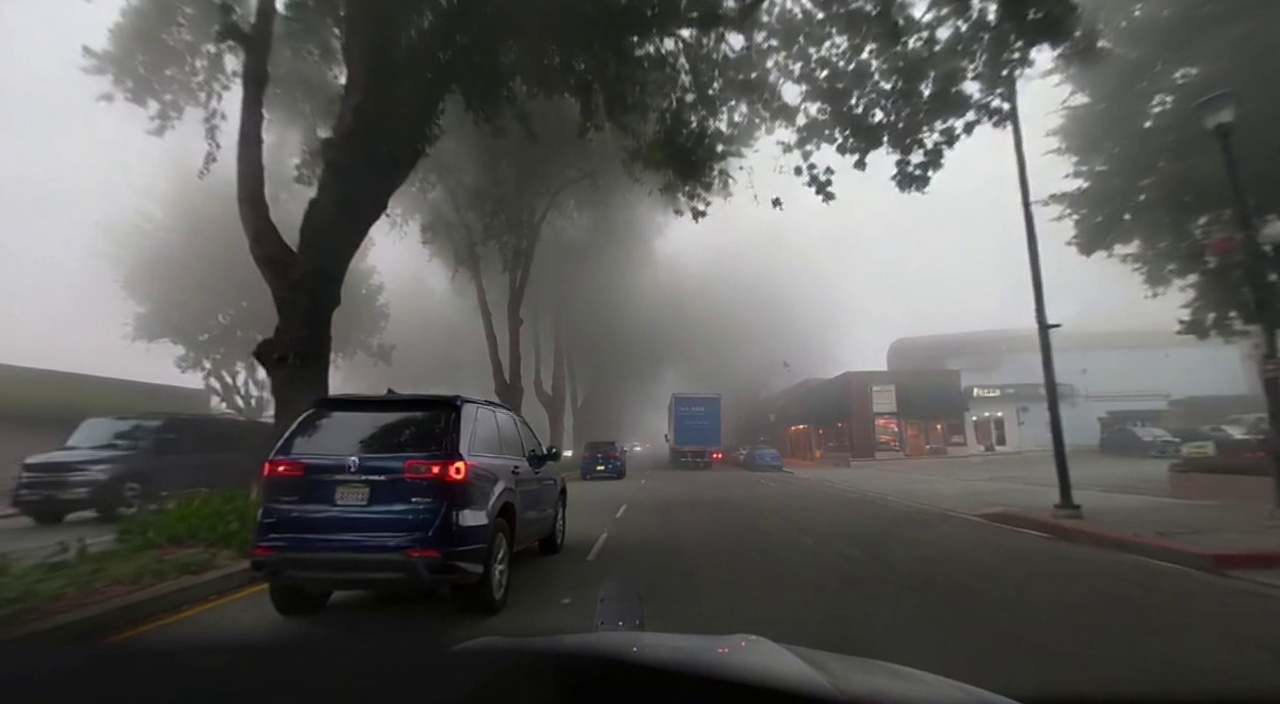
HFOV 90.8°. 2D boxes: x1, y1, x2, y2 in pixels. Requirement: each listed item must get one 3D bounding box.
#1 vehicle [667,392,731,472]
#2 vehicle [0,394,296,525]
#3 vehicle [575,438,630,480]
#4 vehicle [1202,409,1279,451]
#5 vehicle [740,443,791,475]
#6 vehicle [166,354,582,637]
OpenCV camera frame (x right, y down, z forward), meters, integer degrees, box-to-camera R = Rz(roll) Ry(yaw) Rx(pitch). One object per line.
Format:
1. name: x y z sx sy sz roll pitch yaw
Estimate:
1. vehicle: 3.398 5.183 39.943 3.007 4.206 12.913 0 -8 1
2. vehicle: -13.416 3.018 18.255 2.656 2.997 7.079 -1 -8 3
3. vehicle: -1.556 4.677 27.897 2.040 1.711 4.475 0 -8 2
4. vehicle: 29.921 3.750 30.090 2.007 1.869 4.771 -1 -8 3
5. vehicle: 6.409 5.525 32.771 1.929 1.522 4.158 0 -8 2
6. vehicle: -2.183 1.392 7.107 2.293 2.036 4.853 -1 -9 4
